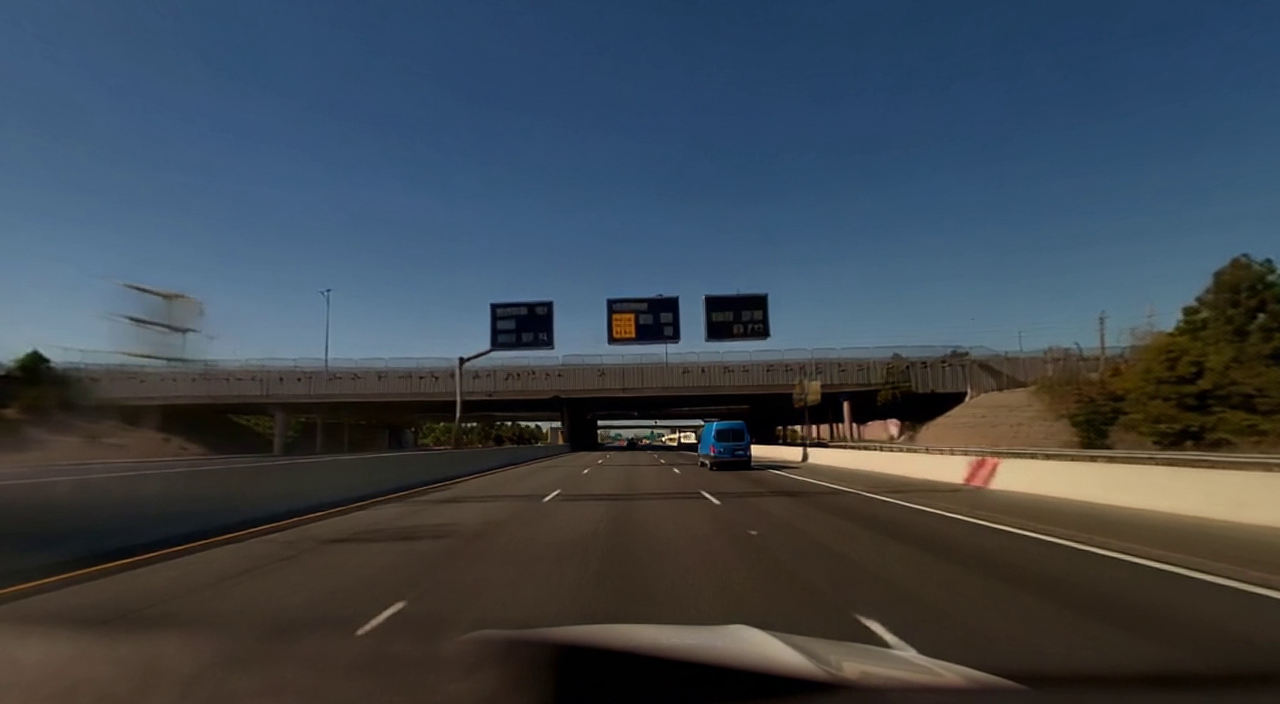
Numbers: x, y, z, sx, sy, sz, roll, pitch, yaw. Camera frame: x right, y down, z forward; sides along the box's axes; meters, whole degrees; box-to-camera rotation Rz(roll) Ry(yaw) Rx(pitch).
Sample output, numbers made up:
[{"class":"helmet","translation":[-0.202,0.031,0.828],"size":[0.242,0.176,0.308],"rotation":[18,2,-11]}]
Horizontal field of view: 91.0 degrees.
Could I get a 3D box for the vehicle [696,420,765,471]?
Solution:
[{"class":"vehicle","translation":[3.772,4.018,27.211],"size":[2.161,2.002,4.631],"rotation":[0,-8,-2]}]
